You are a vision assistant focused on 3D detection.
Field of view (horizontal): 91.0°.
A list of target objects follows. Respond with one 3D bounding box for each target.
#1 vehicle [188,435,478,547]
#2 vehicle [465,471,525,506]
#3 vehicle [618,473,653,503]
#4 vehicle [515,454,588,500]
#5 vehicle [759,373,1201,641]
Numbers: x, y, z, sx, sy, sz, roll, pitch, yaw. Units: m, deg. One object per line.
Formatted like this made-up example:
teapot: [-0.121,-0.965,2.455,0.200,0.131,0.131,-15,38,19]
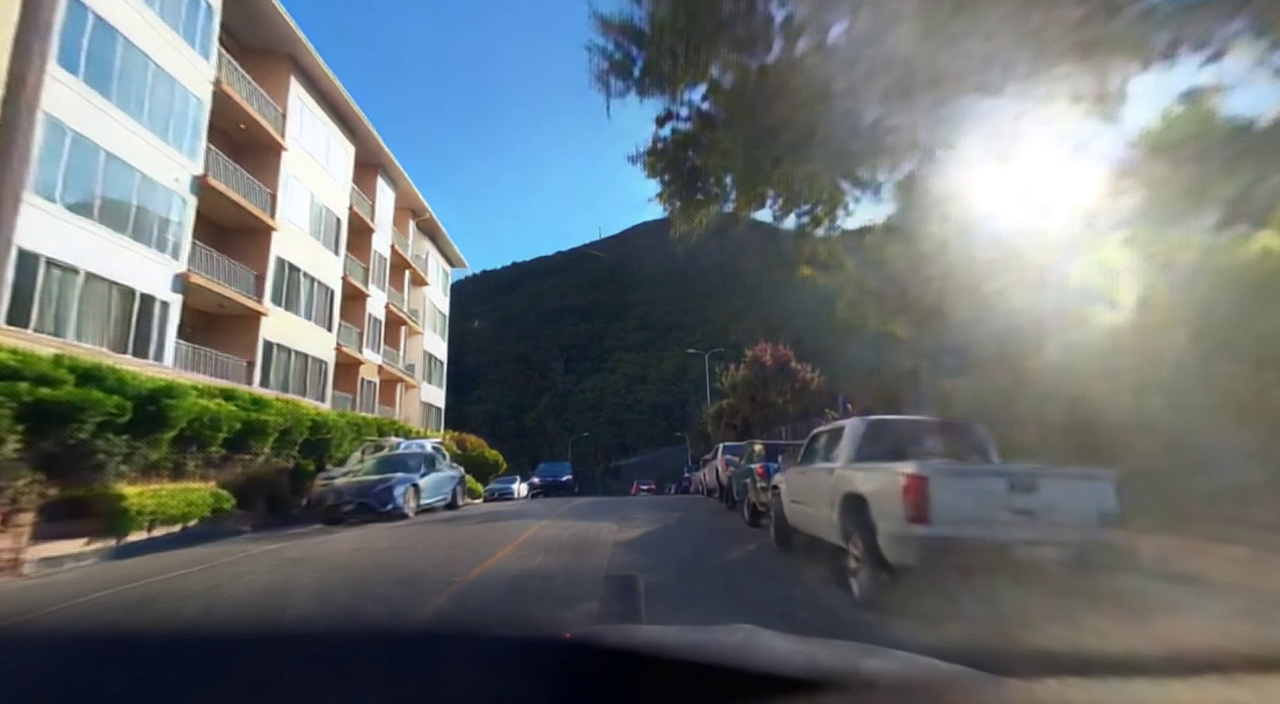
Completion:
vehicle: [-4.874,2.231,10.926,1.856,1.474,4.522,-3,-9,17]
vehicle: [-6.704,6.347,29.535,1.772,1.415,4.361,1,-10,0]
vehicle: [-0.367,9.360,43.481,2.201,1.731,3.854,0,-8,-3]
vehicle: [-3.360,5.014,24.859,2.102,1.621,4.627,0,-13,1]
vehicle: [2.777,1.403,6.754,2.072,1.830,4.744,0,-8,0]
